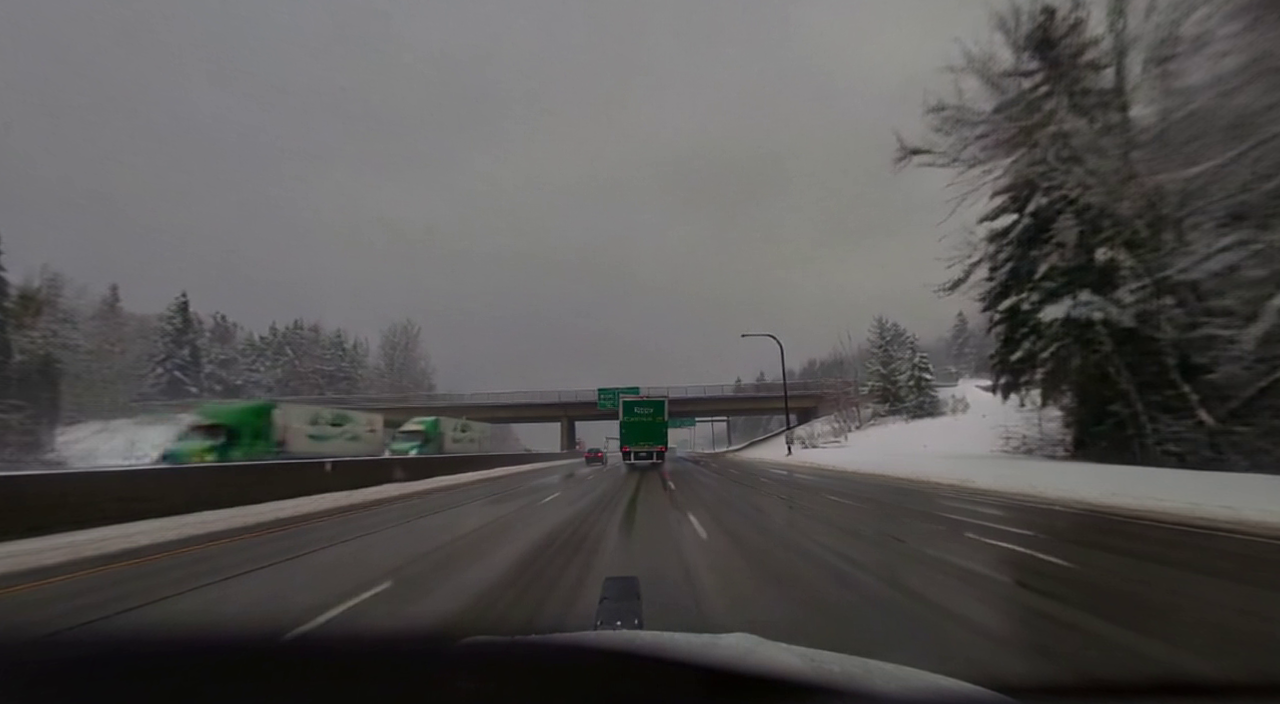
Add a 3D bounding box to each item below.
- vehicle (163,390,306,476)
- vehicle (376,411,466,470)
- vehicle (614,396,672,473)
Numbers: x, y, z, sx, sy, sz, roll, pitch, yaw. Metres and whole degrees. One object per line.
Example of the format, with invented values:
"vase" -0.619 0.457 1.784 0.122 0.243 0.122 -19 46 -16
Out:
"vehicle" -19.927 4.122 31.438 2.956 3.854 5.923 -1 -9 1
"vehicle" -15.595 6.533 45.710 2.809 3.787 9.920 0 -9 1
"vehicle" 0.095 5.269 39.333 3.025 4.002 12.709 0 -9 -1
